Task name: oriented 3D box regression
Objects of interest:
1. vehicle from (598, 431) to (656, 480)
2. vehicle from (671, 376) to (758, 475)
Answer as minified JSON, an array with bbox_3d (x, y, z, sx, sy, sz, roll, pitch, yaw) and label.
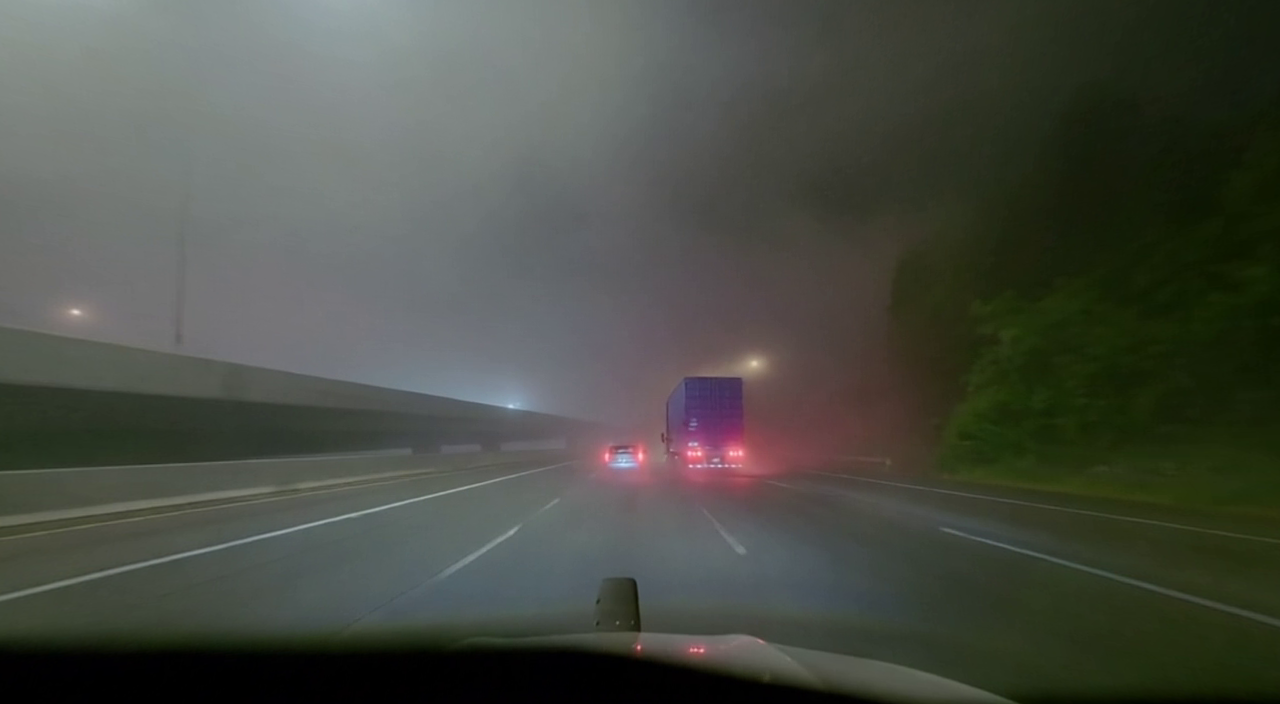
[{"bbox_3d":[-0.434,4.055,24.889,2.077,1.716,4.514,0,-9,1],"label":"vehicle"},{"bbox_3d":[3.341,3.779,31.260,2.964,4.063,10.072,0,-8,0],"label":"vehicle"}]
